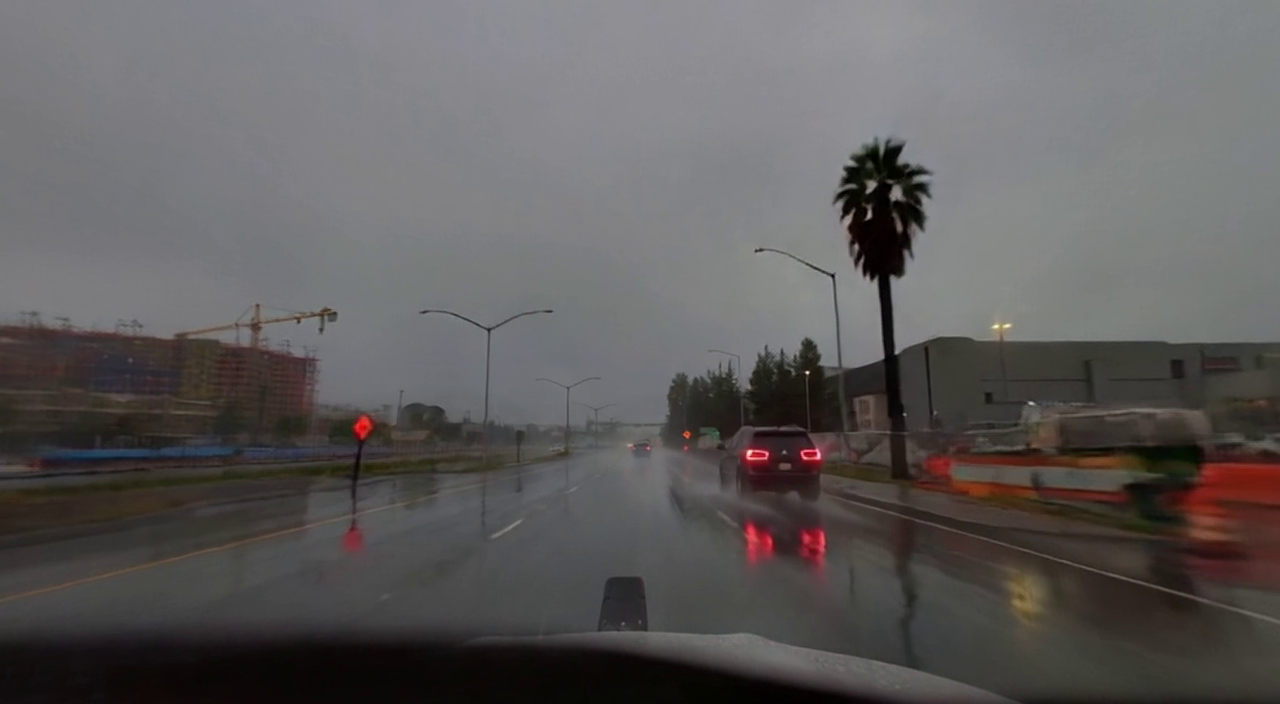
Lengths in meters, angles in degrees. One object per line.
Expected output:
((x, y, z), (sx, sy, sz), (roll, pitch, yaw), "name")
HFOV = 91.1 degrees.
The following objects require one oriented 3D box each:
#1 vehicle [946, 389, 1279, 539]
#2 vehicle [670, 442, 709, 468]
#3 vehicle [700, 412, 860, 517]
((10.724, 2.495, 14.939), (2.799, 2.593, 7.710), (-1, -8, -1), "vehicle")
((3.157, 6.662, 40.750), (2.148, 1.562, 4.642), (0, -8, 0), "vehicle")
((2.910, 2.538, 14.698), (2.386, 1.970, 5.665), (0, -8, -1), "vehicle")
